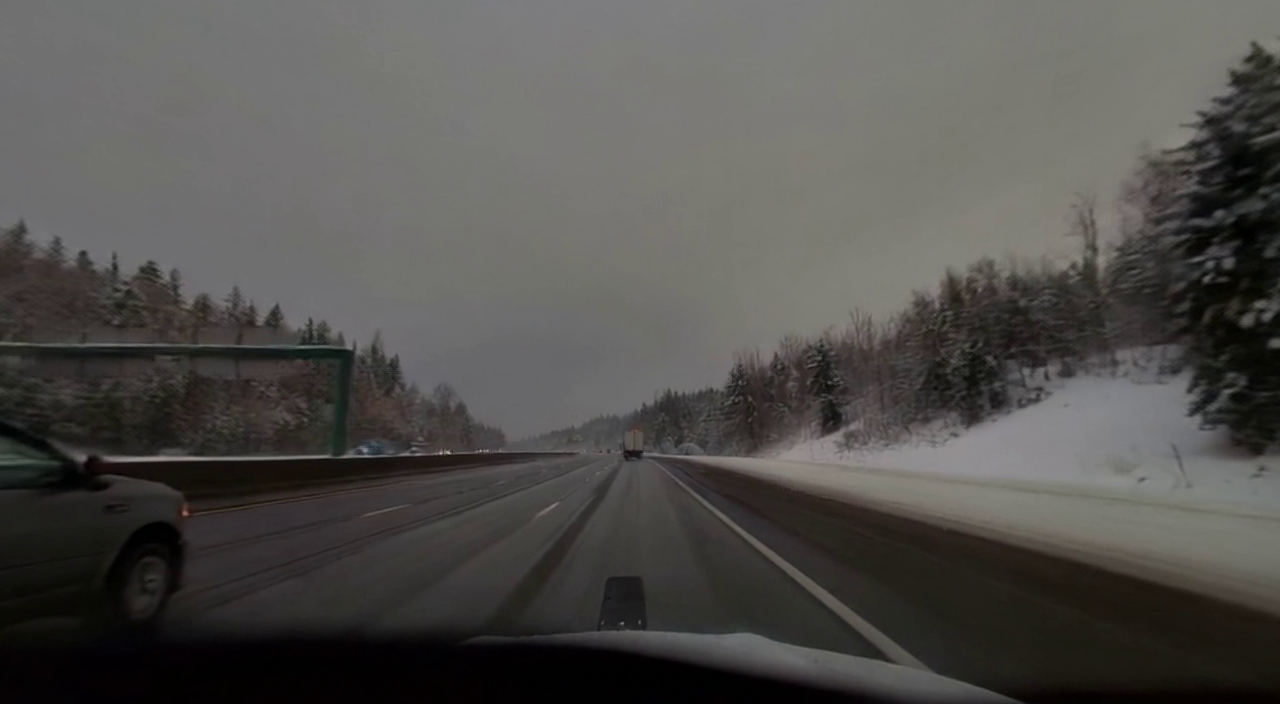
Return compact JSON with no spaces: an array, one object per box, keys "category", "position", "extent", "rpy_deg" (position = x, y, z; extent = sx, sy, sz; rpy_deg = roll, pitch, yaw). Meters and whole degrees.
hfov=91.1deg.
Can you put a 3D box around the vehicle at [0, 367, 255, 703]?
[{"category":"vehicle","position":[-4.203,0.842,2.288],"extent":[2.316,1.731,5.126],"rpy_deg":[0,-8,0]}]
